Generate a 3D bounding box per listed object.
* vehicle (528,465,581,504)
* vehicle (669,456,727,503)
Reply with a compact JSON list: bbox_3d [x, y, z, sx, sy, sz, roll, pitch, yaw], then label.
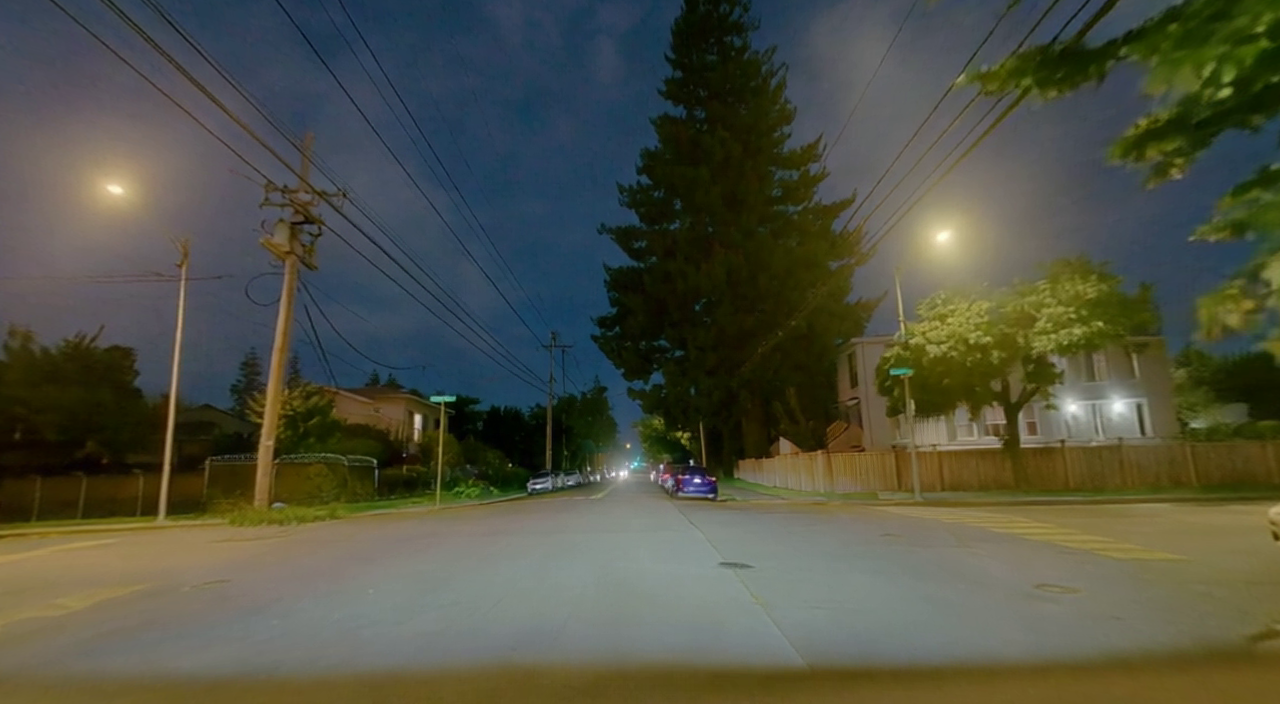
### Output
[{"bbox_3d":[-4.314,6.788,32.712,2.189,1.771,4.571,0,-9,-1],"label":"vehicle"},{"bbox_3d":[2.573,5.801,29.187,2.051,1.874,4.459,0,-8,-2],"label":"vehicle"}]
